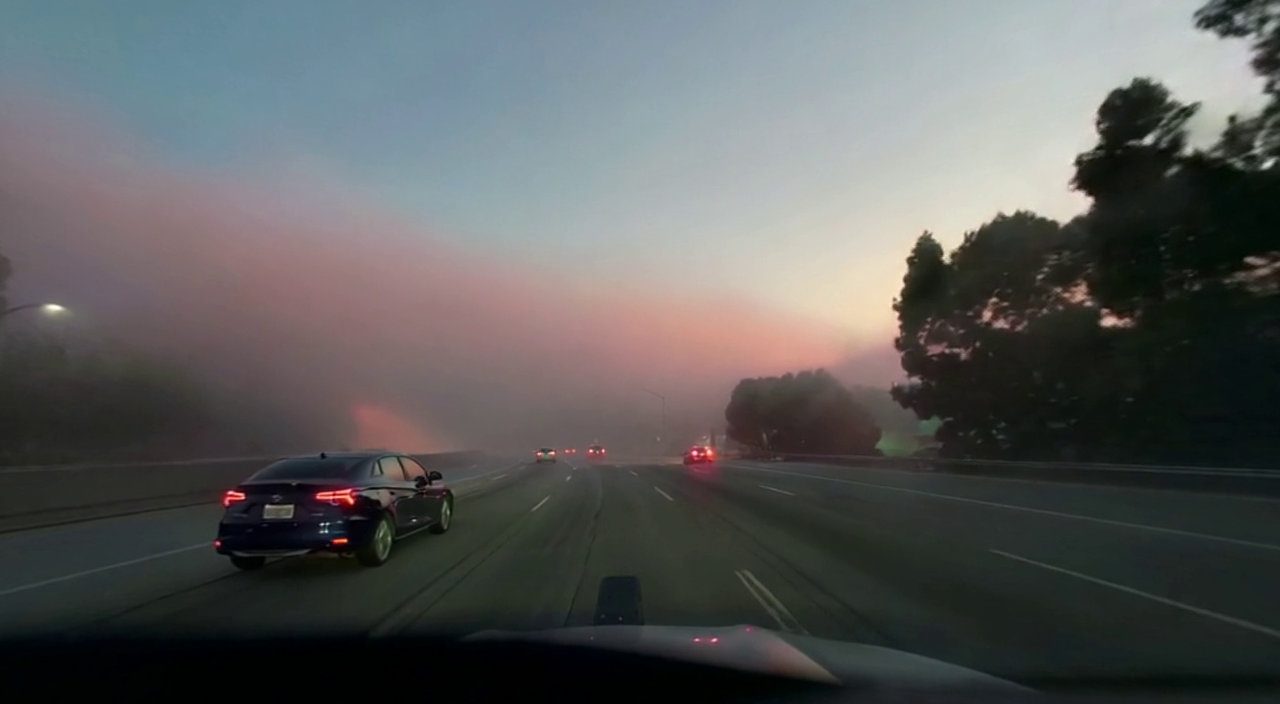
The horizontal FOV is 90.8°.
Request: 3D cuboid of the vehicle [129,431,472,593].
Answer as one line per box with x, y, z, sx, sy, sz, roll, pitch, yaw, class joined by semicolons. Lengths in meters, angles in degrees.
-3.726;1.811;8.091;2.018;1.476;4.364;0;-9;-1;vehicle
